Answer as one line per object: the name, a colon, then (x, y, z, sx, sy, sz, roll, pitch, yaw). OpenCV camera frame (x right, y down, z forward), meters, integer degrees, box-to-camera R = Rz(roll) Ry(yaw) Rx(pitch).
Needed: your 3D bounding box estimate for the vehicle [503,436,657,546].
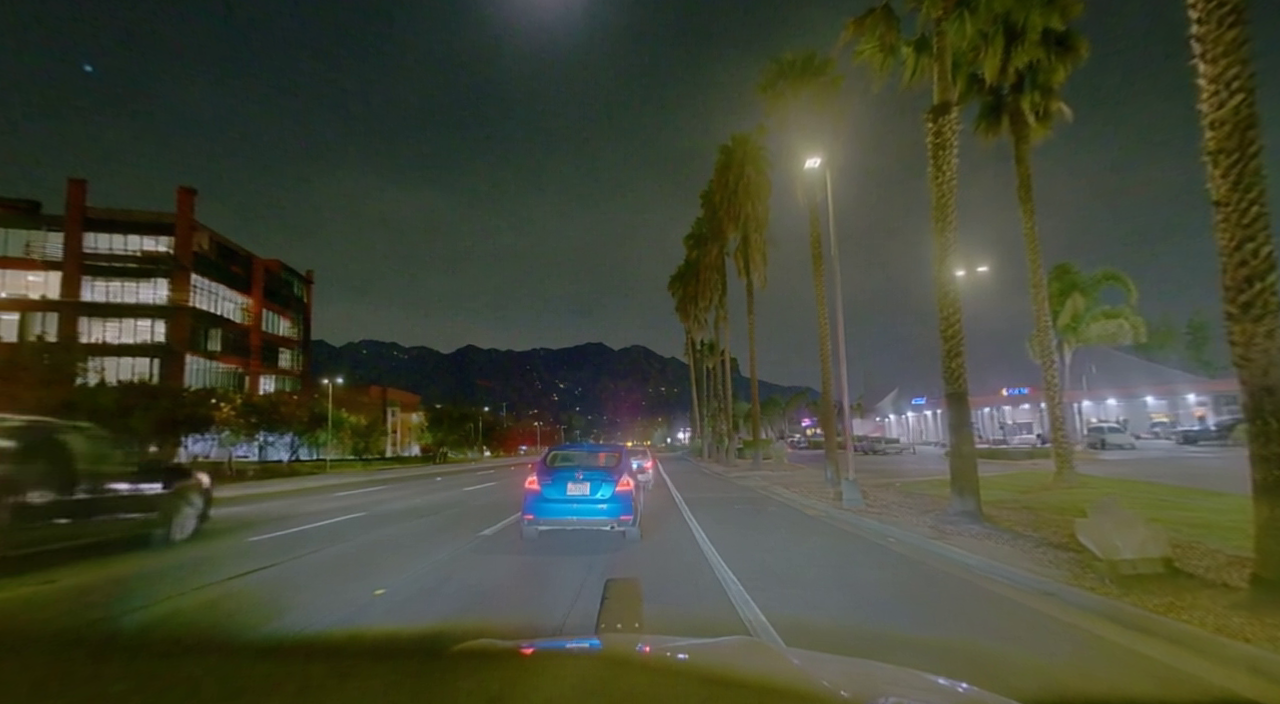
vehicle: (-0.906, 2.173, 10.540, 2.067, 1.459, 3.886, 0, -8, -3)

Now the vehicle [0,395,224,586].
vehicle: (-7.625, 1.485, 6.972, 2.400, 1.900, 5.325, 0, -8, 0)

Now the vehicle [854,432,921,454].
vehicle: (19.155, 7.088, 49.104, 1.925, 1.652, 4.490, 6, -10, -35)

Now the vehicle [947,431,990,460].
vehicle: (18.686, 5.329, 35.997, 1.961, 1.526, 4.640, -4, -9, 26)
